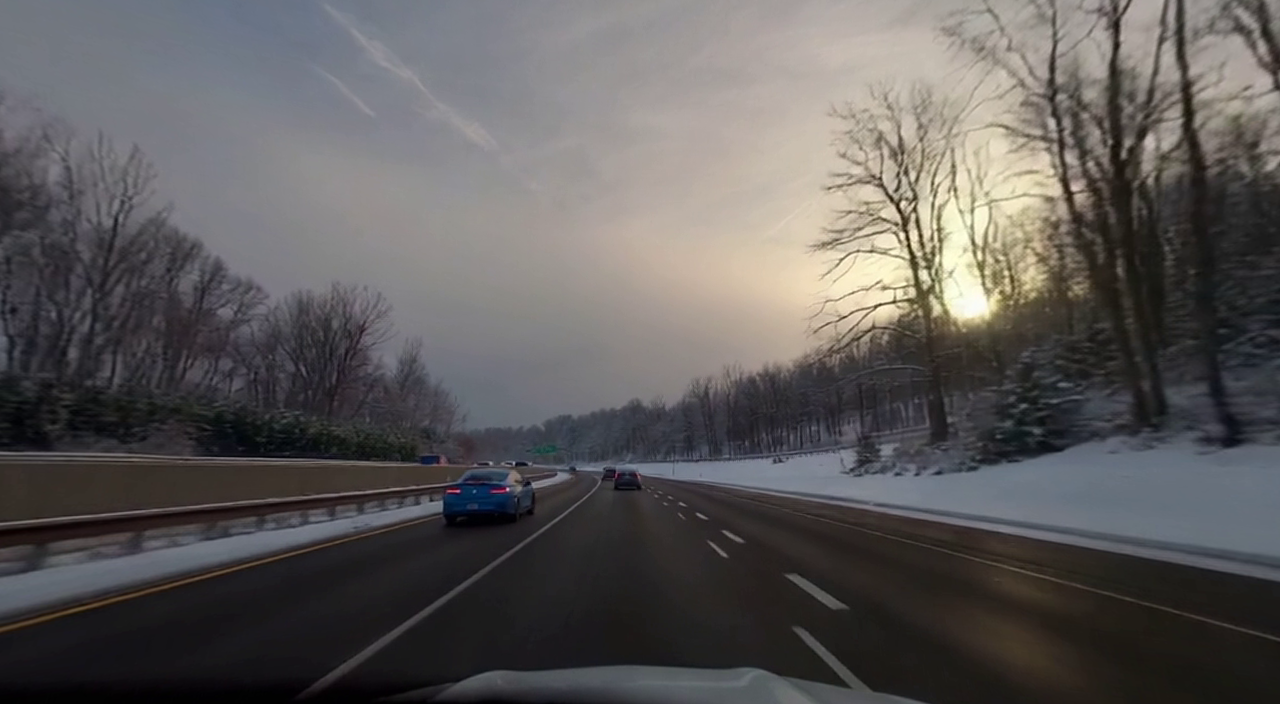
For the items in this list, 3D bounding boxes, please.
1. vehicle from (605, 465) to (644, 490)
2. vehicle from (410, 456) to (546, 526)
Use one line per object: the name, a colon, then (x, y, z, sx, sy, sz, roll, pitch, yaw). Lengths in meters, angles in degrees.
vehicle: (-0.945, 8.114, 40.846, 2.363, 1.526, 4.687, 1, -11, 0)
vehicle: (-3.985, 3.572, 16.542, 2.310, 1.521, 4.731, 1, -11, 0)
